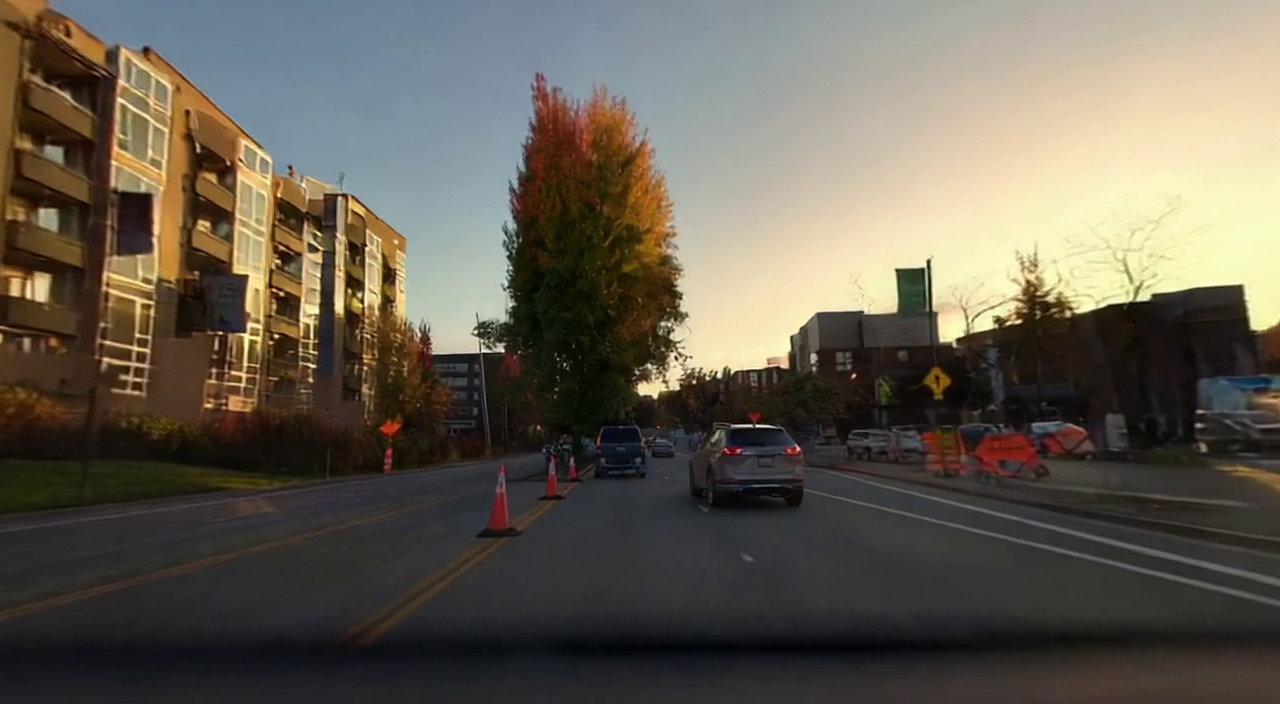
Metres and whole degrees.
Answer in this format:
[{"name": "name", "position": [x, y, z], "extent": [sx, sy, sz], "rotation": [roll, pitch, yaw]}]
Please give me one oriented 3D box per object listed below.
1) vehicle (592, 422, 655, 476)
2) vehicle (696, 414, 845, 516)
[{"name": "vehicle", "position": [-0.757, 4.747, 30.843], "extent": [2.762, 2.309, 6.723], "rotation": [0, -8, -1]}, {"name": "vehicle", "position": [2.618, 2.461, 14.199], "extent": [2.120, 1.828, 5.531], "rotation": [0, -8, -1]}]
